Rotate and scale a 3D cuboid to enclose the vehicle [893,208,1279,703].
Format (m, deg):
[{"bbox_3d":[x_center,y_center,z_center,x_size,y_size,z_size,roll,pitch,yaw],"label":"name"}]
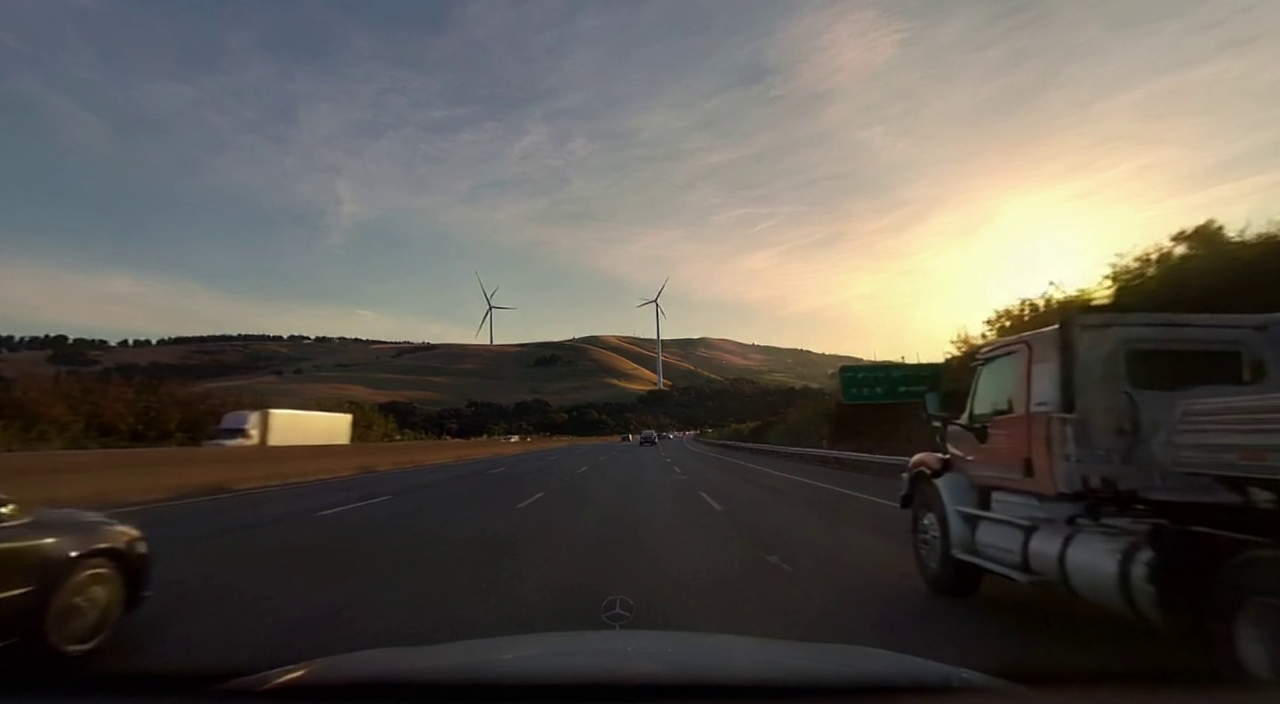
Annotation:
[{"bbox_3d":[3.102,0.570,2.131,2.211,1.982,5.346,0,-8,-1],"label":"vehicle"}]

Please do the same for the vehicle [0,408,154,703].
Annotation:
[{"bbox_3d":[-3.876,0.773,1.236,1.973,1.455,4.907,0,-8,-1],"label":"vehicle"}]
